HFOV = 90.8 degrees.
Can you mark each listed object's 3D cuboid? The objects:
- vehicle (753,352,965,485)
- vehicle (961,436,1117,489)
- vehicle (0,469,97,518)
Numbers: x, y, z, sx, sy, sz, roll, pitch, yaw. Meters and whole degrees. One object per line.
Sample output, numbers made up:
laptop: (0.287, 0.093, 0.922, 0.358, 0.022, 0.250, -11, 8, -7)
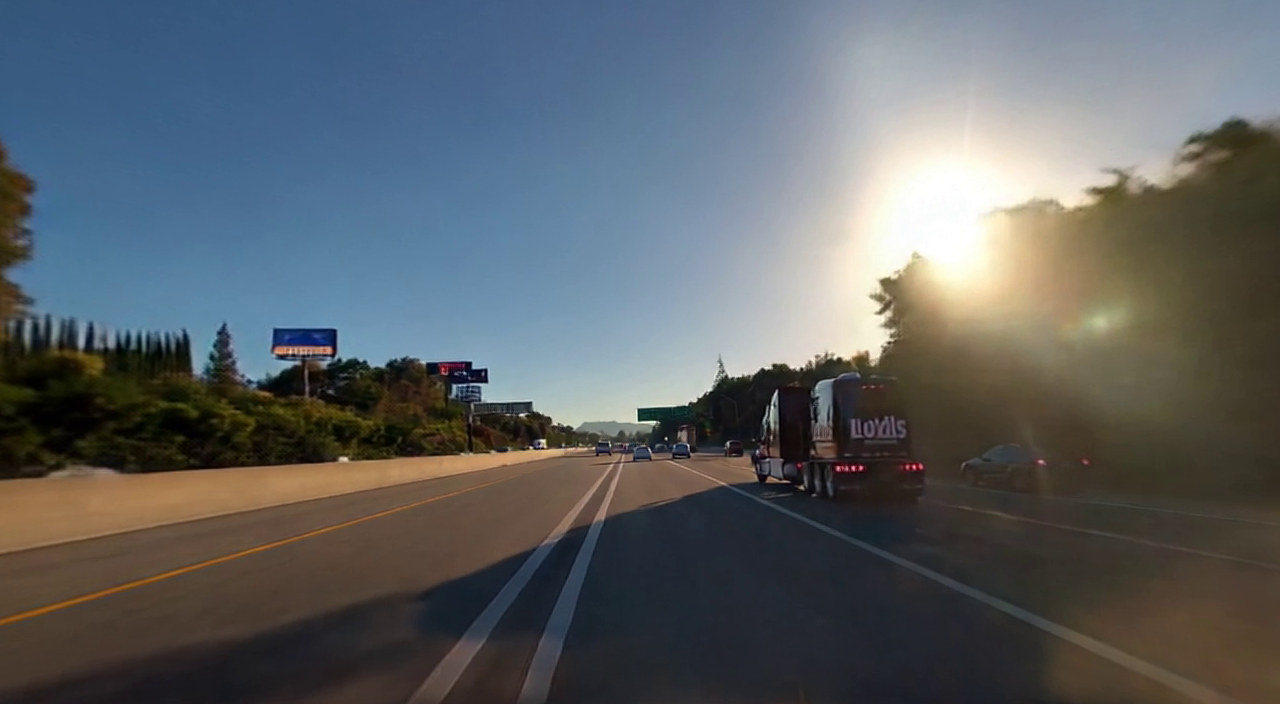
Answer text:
vehicle: (8.225, 3.267, 27.798, 2.892, 4.128, 16.495, 0, -9, -2)
vehicle: (12.240, 3.397, 19.802, 1.862, 1.462, 4.459, 0, -9, -2)
vehicle: (-22.294, 4.990, 22.418, 1.900, 1.486, 4.702, 0, -9, -1)
